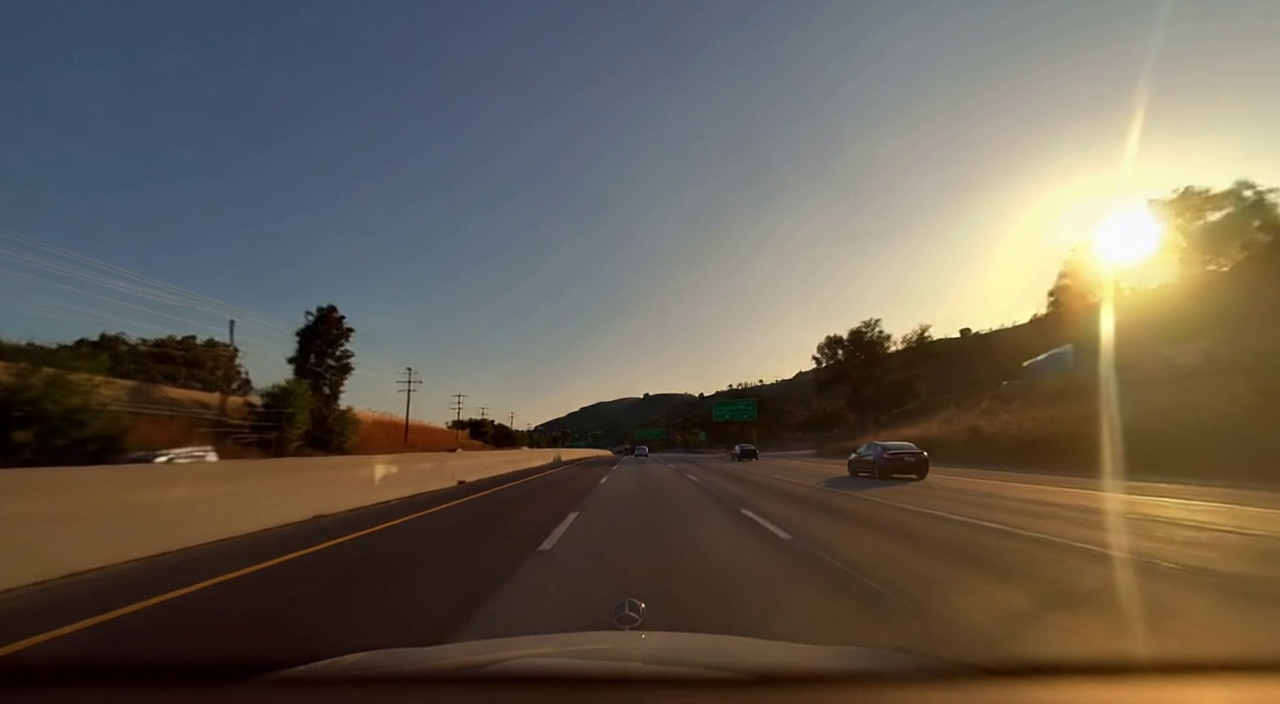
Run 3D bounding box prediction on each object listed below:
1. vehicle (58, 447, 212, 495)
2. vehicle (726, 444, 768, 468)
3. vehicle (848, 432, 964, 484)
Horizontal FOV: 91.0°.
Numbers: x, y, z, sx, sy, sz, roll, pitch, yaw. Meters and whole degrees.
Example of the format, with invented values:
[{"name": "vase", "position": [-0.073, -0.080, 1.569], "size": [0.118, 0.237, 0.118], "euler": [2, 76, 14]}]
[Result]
[{"name": "vehicle", "position": [-19.862, 4.660, 25.140], "size": [2.019, 1.701, 4.913], "euler": [0, -9, 1]}, {"name": "vehicle", "position": [7.315, 7.139, 43.343], "size": [2.053, 1.553, 4.463], "euler": [0, -9, -1]}, {"name": "vehicle", "position": [10.931, 4.409, 26.477], "size": [2.387, 1.936, 5.646], "euler": [0, -9, 0]}]
